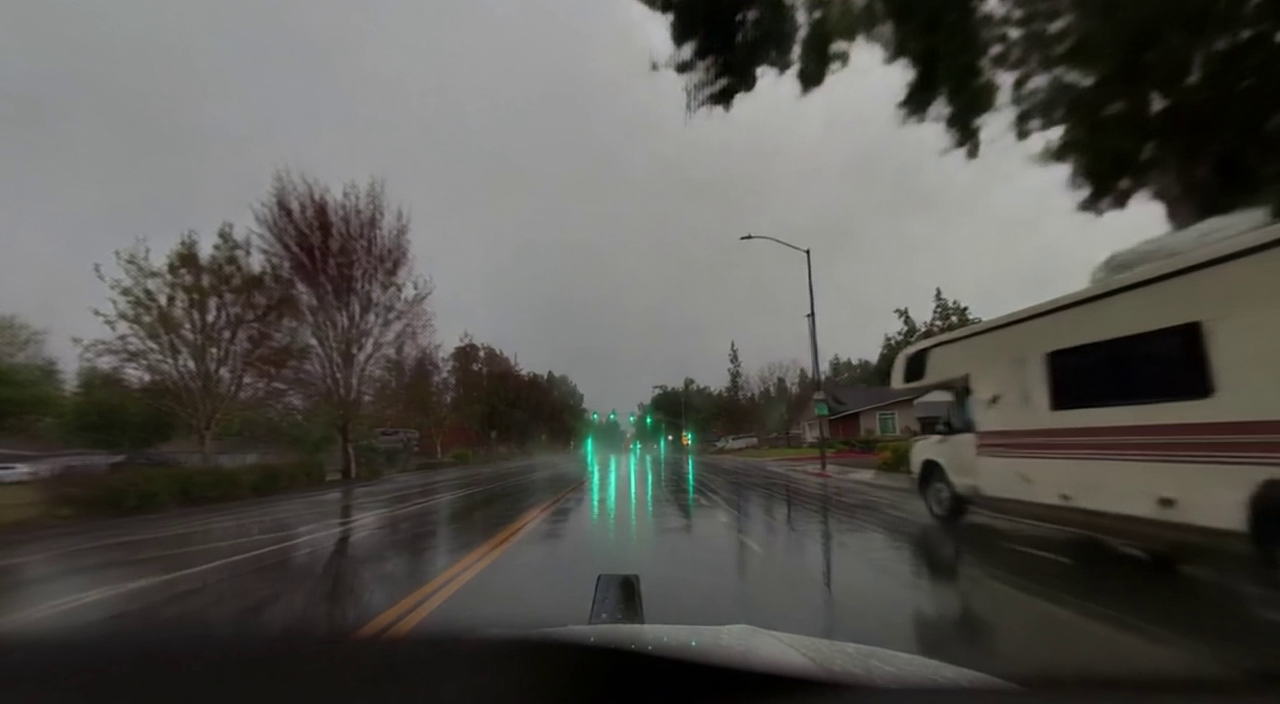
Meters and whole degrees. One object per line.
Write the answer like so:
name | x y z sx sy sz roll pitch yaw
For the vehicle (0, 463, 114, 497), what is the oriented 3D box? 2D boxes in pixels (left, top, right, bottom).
vehicle | -28.102 6.055 30.097 4.501 1.415 1.806 7 -11 -37

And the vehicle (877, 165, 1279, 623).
vehicle | 6.046 0.669 6.993 2.944 3.252 9.712 0 -9 -1

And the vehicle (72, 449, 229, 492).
vehicle | -26.561 6.379 34.570 6.500 1.985 2.363 6 -10 -38
